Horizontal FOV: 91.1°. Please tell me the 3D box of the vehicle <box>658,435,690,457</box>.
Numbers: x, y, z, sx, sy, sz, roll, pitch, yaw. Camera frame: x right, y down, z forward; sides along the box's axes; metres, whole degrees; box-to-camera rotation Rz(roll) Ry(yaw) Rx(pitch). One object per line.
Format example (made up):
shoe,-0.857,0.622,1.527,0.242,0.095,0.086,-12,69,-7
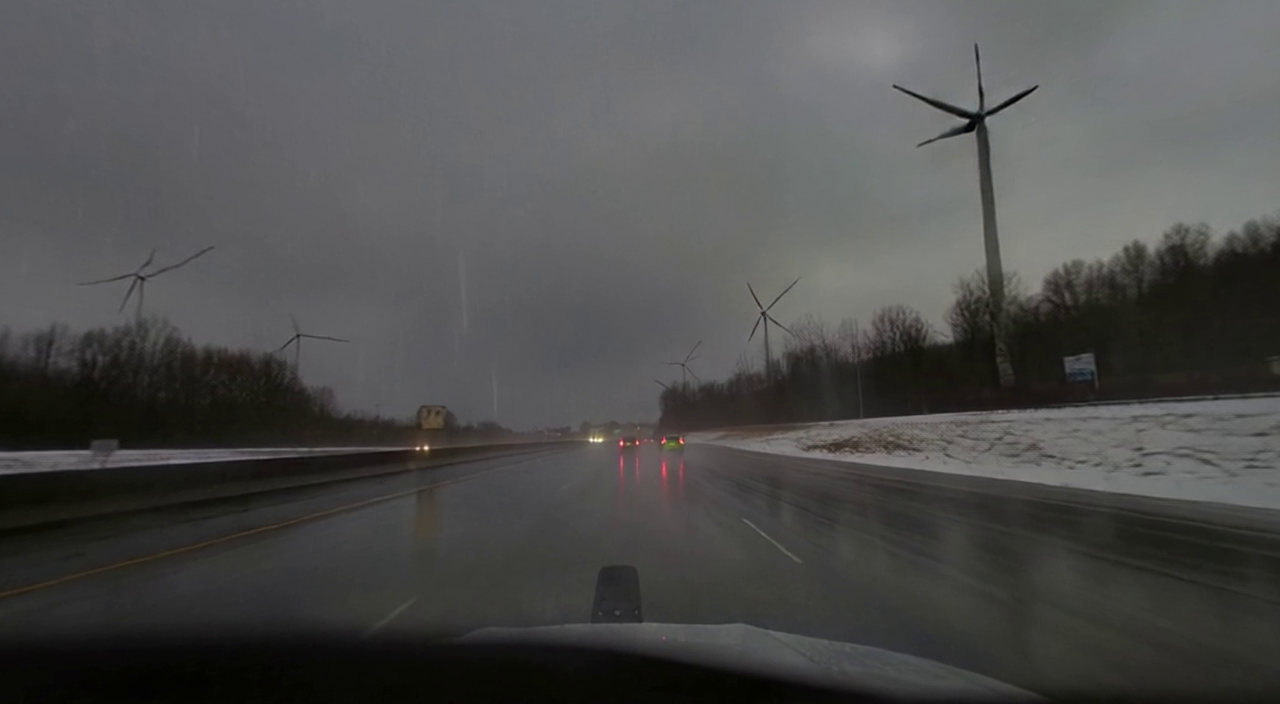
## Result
vehicle,2.532,7.068,47.297,2.041,1.551,3.974,0,-8,-2
